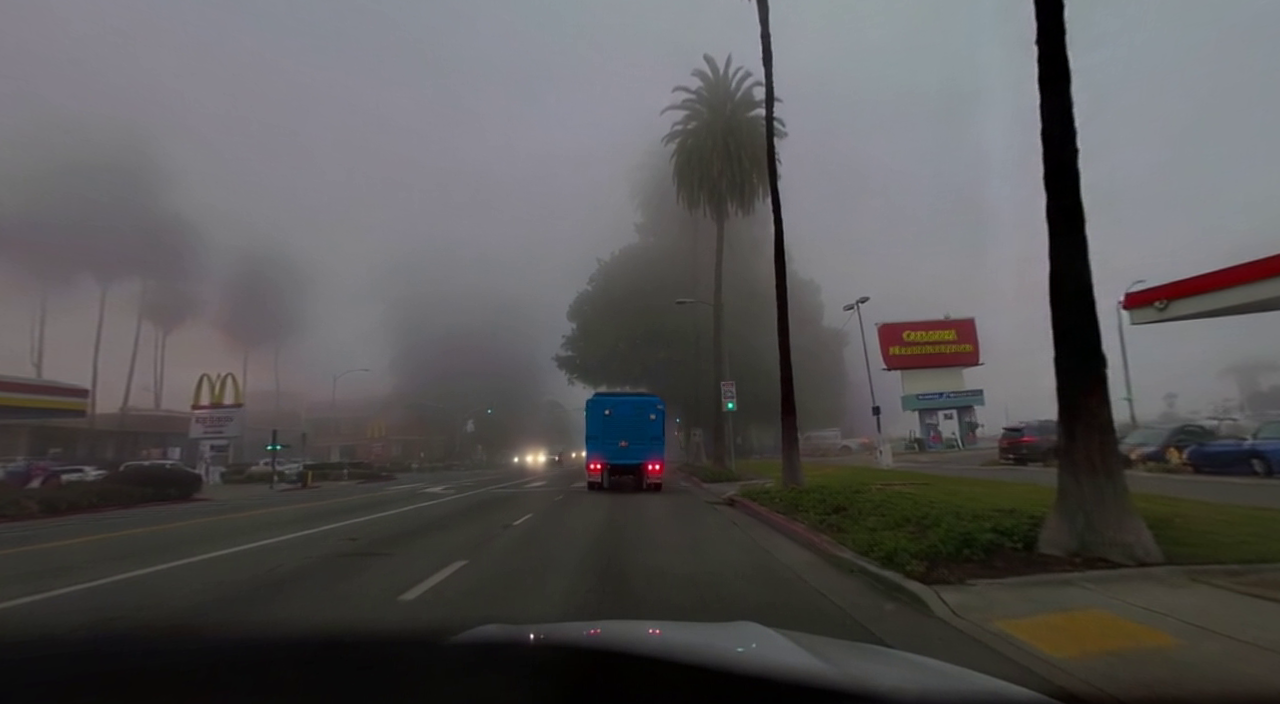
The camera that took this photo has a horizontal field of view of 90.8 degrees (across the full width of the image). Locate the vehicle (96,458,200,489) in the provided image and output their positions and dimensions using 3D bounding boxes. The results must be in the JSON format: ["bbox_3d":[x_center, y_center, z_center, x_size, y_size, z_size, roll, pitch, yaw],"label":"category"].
[{"bbox_3d":[-28.016,6.922,36.169,4.303,1.567,2.021,5,-10,-29],"label":"vehicle"}]

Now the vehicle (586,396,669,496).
[{"bbox_3d":[-0.288,3.242,21.942,2.463,2.954,5.938,0,-8,1],"label":"vehicle"}]

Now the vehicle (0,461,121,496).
[{"bbox_3d":[-27.933,5.985,30.097,4.493,1.453,1.912,4,-9,-27],"label":"vehicle"}]

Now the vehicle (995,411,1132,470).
[{"bbox_3d":[15.837,3.308,23.559,5.078,1.937,2.326,5,-10,-34],"label":"vehicle"}]

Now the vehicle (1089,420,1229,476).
[{"bbox_3d":[15.190,2.786,18.446,4.105,1.433,1.931,6,-10,-34],"label":"vehicle"}]
